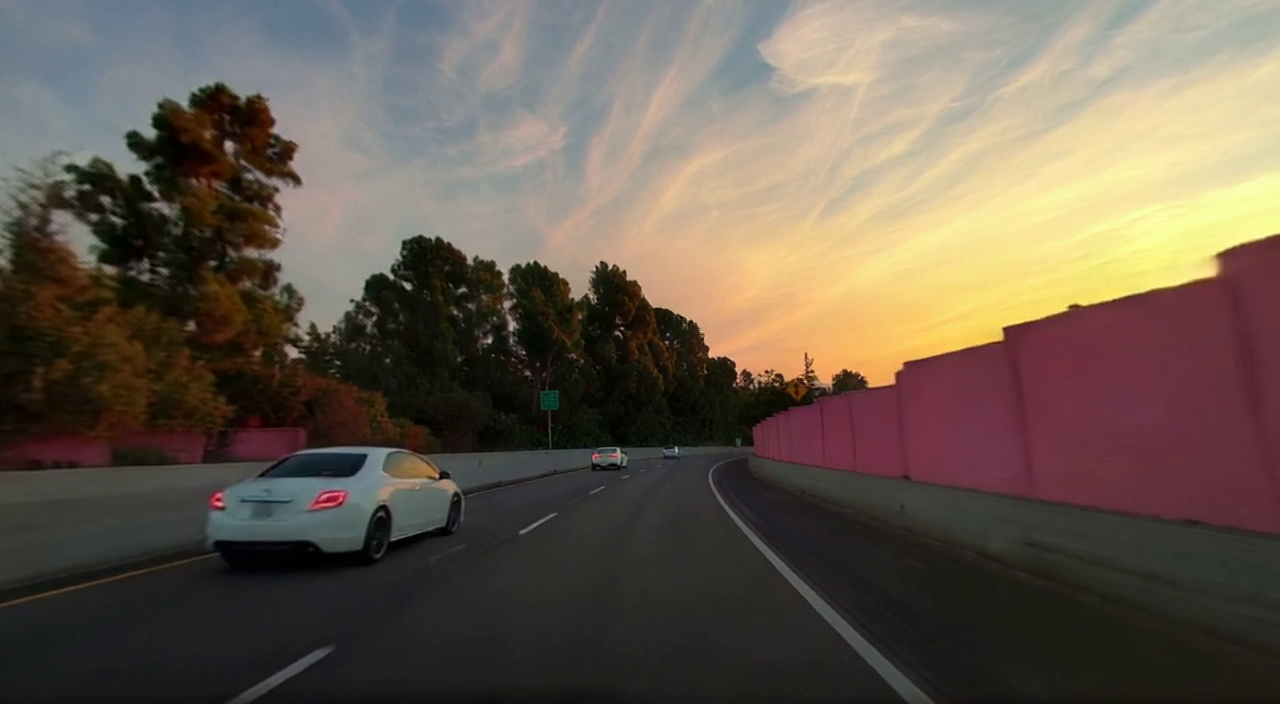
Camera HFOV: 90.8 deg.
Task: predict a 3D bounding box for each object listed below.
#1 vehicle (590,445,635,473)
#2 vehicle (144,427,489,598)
[{"bbox_3d":[-1.422,5.738,34.069,1.746,1.405,4.339,-1,-9,7],"label":"vehicle"},{"bbox_3d":[-3.316,1.705,7.543,1.884,1.469,3.959,-1,-9,2],"label":"vehicle"}]
